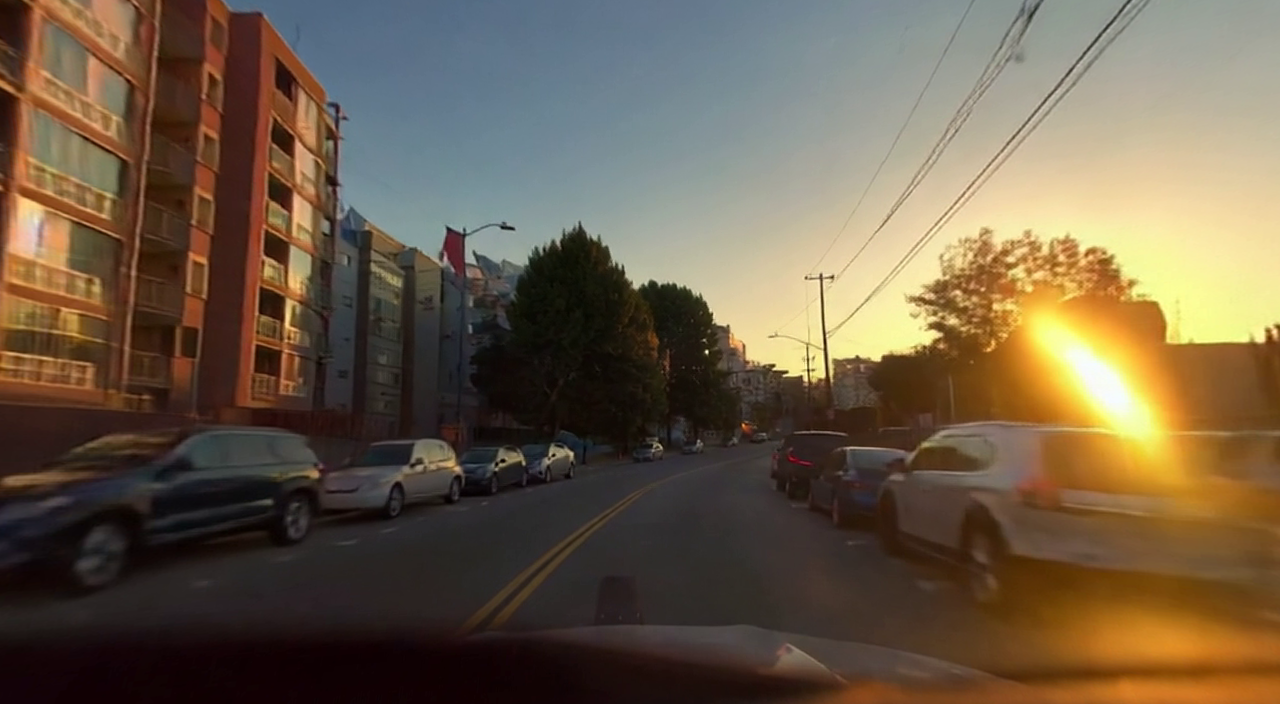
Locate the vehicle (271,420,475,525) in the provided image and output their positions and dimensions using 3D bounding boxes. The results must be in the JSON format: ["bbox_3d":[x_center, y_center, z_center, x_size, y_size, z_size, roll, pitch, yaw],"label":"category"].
[{"bbox_3d":[-5.558,2.565,14.016,1.976,1.886,4.831,-1,-9,6],"label":"vehicle"}]

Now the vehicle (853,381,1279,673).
[{"bbox_3d":[3.884,1.447,6.429,2.084,1.804,4.882,-1,-9,5],"label":"vehicle"}]

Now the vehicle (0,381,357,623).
[{"bbox_3d":[-5.910,1.539,7.392,2.194,1.861,5.725,-1,-9,4],"label":"vehicle"}]

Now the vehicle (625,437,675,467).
[{"bbox_3d":[0.749,6.686,42.159,1.953,1.871,4.712,-3,-9,19],"label":"vehicle"}]
